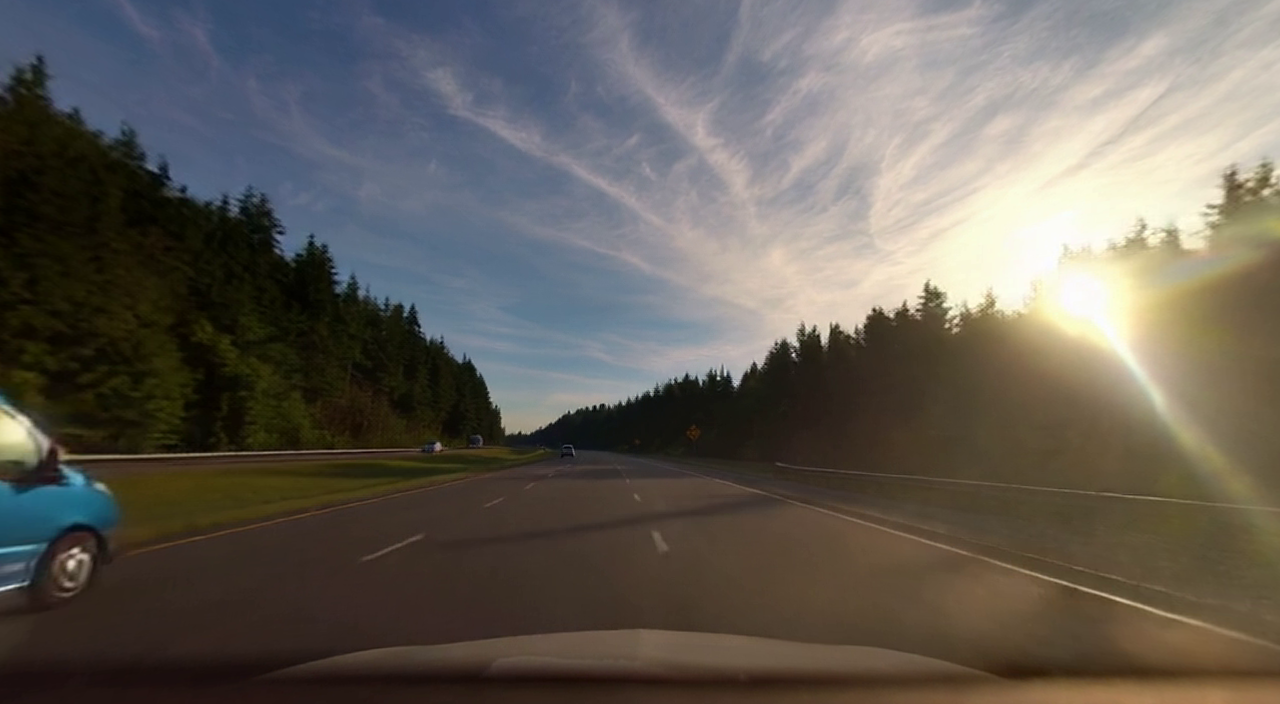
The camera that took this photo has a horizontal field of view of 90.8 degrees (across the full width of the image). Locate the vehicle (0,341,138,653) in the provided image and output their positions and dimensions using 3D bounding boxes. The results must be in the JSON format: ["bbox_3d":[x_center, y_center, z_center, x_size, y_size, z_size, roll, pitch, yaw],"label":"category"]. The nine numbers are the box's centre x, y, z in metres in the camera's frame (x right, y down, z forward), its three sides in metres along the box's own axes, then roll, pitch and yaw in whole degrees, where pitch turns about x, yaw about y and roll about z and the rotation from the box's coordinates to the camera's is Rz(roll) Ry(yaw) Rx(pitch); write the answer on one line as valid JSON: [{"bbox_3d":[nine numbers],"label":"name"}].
[{"bbox_3d":[-5.297,0.738,2.750,2.197,2.038,4.919,0,-9,-2],"label":"vehicle"}]
